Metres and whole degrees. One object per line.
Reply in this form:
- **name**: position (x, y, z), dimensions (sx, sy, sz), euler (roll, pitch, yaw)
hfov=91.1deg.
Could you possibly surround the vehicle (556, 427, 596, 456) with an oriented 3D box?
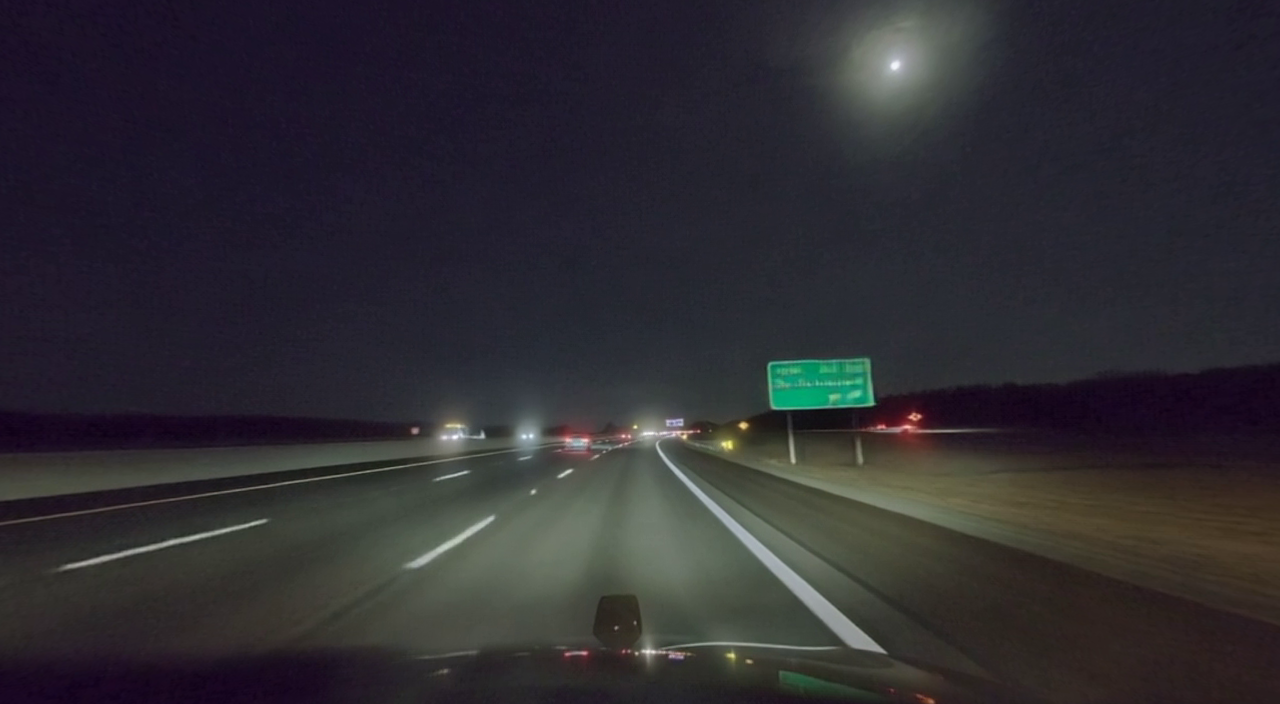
- **vehicle**: position (-4.002, 5.651, 39.934), dimensions (1.980, 1.721, 4.419), euler (0, -8, 1)
